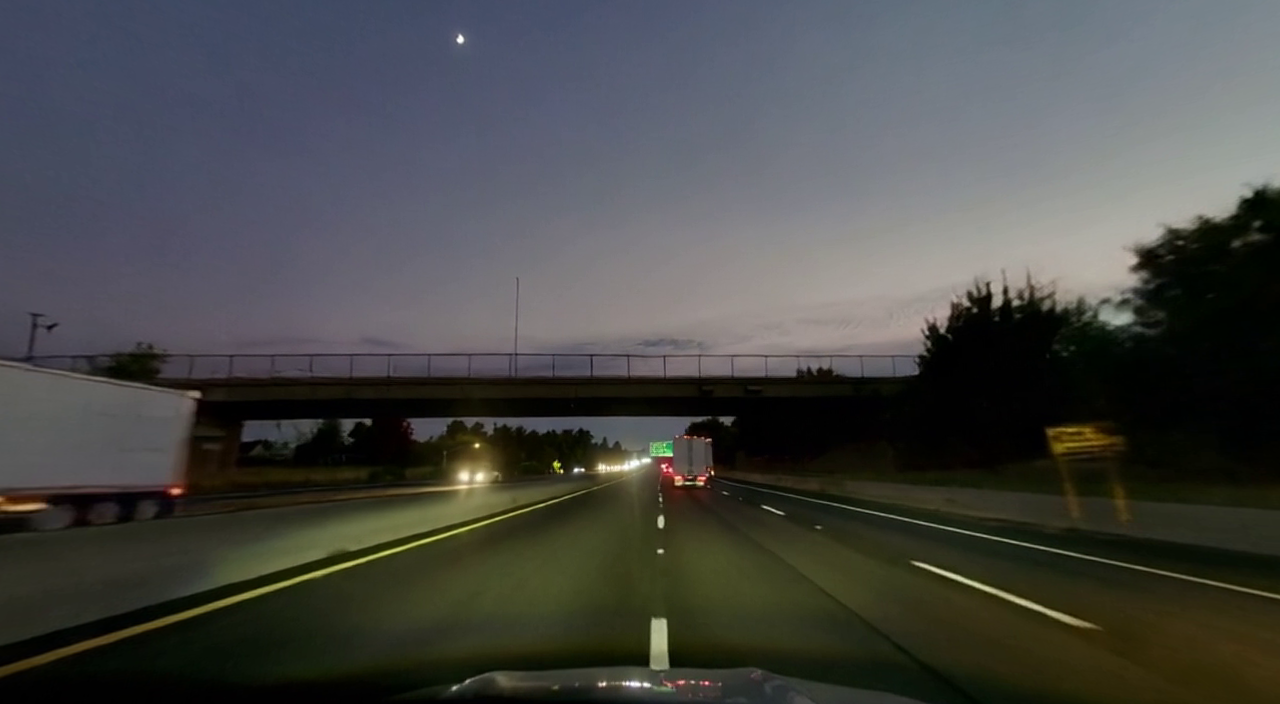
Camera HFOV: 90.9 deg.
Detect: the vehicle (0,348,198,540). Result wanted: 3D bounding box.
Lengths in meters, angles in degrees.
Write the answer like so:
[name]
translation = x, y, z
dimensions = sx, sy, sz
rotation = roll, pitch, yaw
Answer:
[vehicle]
translation = -14.139, 2.090, 14.024
dimensions = 2.798, 3.751, 7.543
rotation = 1, -11, 1
